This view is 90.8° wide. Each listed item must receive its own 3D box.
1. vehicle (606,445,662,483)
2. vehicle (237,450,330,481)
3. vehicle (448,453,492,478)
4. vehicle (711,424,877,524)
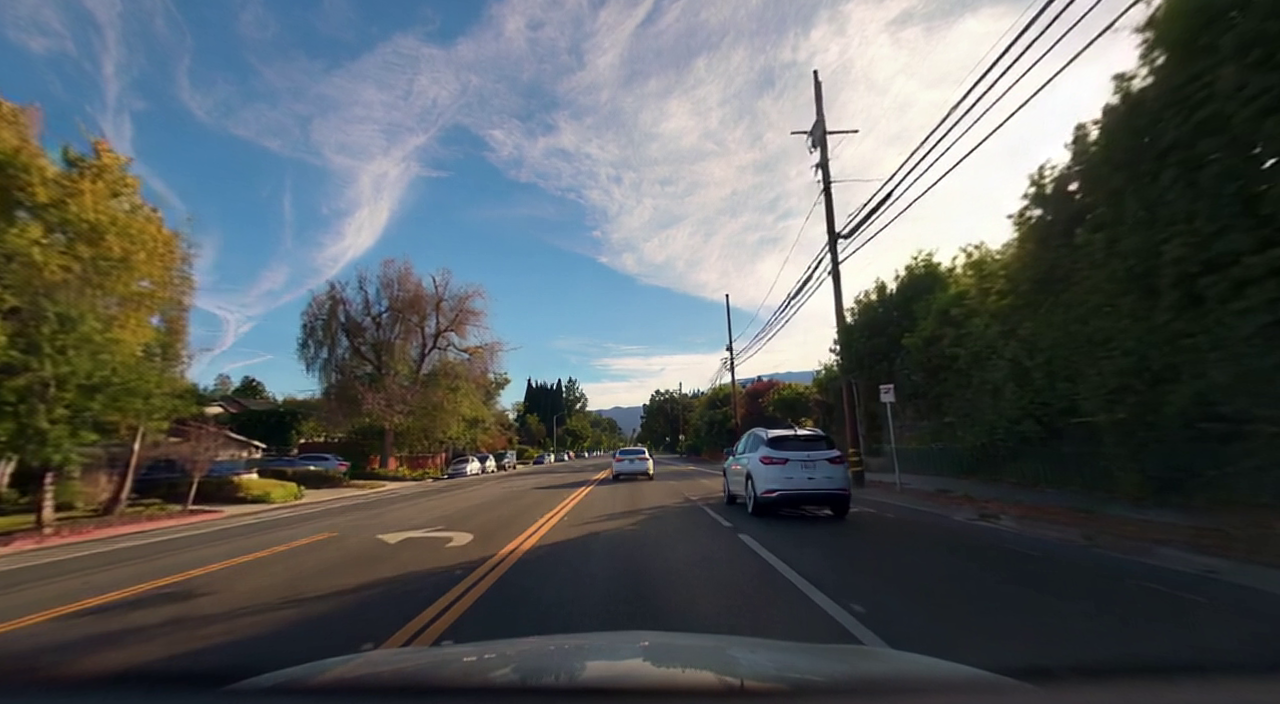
[{"bbox_3d":[-0.239,4.668,26.668,2.196,1.449,4.006,0,-8,0],"label":"vehicle"},{"bbox_3d":[-21.045,6.691,37.452,4.240,1.717,2.043,0,-8,-2],"label":"vehicle"},{"bbox_3d":[-12.252,8.156,45.795,2.044,1.534,4.554,-1,-8,-2],"label":"vehicle"},{"bbox_3d":[3.028,2.531,13.716,2.200,1.763,4.676,1,-8,-3],"label":"vehicle"}]
